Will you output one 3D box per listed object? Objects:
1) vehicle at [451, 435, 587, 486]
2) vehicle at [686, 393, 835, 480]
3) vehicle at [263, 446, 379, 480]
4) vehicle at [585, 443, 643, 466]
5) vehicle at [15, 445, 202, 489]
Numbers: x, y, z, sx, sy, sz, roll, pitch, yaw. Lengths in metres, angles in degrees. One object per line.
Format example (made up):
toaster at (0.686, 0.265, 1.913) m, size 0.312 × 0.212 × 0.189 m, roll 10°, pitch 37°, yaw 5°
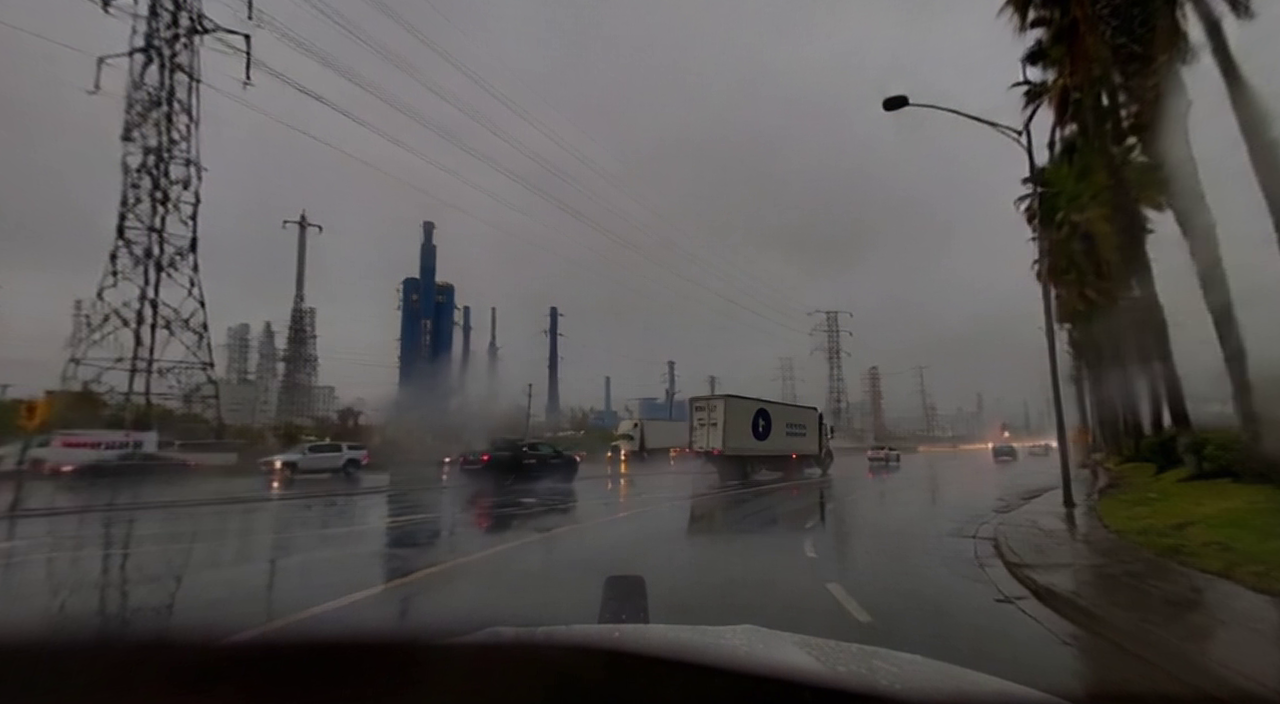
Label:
vehicle at (-5.097, 4.670, 27.597) m, size 2.266 × 1.950 × 5.866 m, roll -6°, pitch -11°, yaw 36°
vehicle at (6.932, 4.642, 34.070) m, size 2.903 × 3.933 × 11.567 m, roll -7°, pitch -11°, yaw 37°
vehicle at (-14.799, 5.112, 29.483) m, size 1.792 × 1.451 × 4.419 m, roll -7°, pitch -11°, yaw 36°
vehicle at (-1.871, 7.633, 46.737) m, size 1.833 × 1.578 × 4.412 m, roll -7°, pitch -13°, yaw 37°
vehicle at (-19.321, 4.145, 23.177) m, size 1.738 × 1.403 × 4.855 m, roll -6°, pitch -11°, yaw 35°
